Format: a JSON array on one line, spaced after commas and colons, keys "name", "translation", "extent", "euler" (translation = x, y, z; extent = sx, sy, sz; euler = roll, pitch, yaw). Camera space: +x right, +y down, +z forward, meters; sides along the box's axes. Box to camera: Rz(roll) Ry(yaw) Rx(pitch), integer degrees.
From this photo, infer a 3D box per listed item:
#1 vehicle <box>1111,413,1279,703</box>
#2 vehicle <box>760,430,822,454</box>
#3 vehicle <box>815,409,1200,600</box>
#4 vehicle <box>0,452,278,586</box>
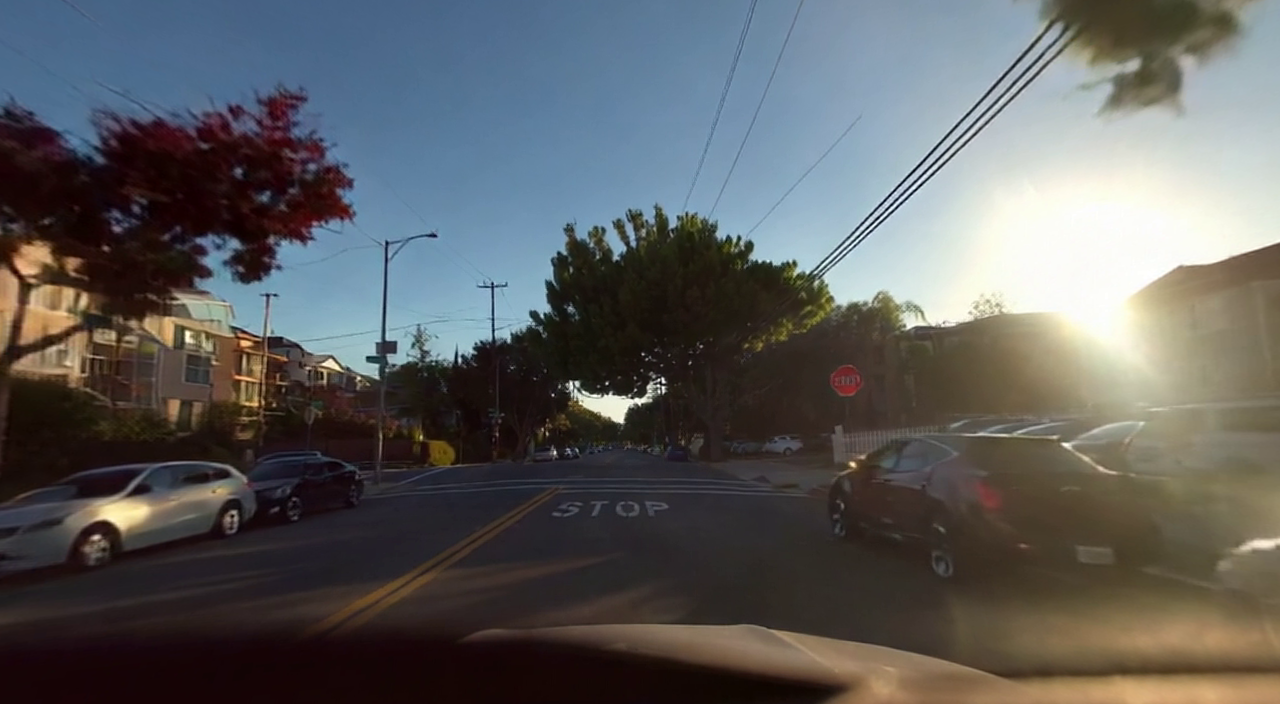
[{"name": "vehicle", "translation": [3.982, 0.882, 1.884], "extent": [1.846, 1.506, 4.165], "euler": [0, -8, -1]}, {"name": "vehicle", "translation": [11.349, 6.787, 47.523], "extent": [4.509, 1.664, 1.981], "euler": [6, -10, -34]}, {"name": "vehicle", "translation": [3.731, 1.603, 7.503], "extent": [1.976, 1.614, 4.052], "euler": [0, -8, -2]}, {"name": "vehicle", "translation": [-7.893, 2.329, 9.752], "extent": [1.904, 1.488, 4.600], "euler": [0, -8, 0]}]
